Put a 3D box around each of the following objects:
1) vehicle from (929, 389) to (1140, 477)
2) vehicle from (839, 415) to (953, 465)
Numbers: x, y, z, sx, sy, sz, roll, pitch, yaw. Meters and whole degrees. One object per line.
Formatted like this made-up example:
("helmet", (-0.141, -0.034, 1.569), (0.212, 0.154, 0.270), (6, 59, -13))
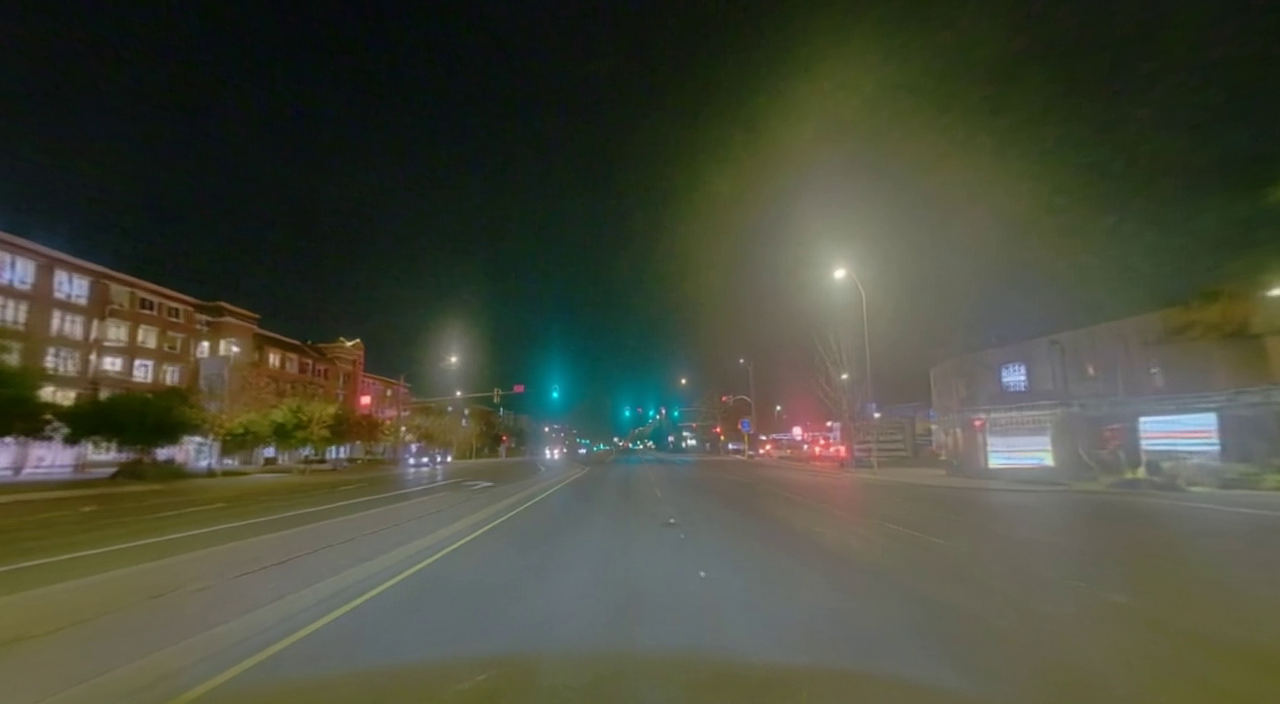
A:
("vehicle", (16.781, 3.499, 27.235), (7.225, 3.553, 2.709), (0, -9, -3))
("vehicle", (17.634, 6.145, 43.938), (6.639, 3.312, 2.759), (0, -9, 2))
